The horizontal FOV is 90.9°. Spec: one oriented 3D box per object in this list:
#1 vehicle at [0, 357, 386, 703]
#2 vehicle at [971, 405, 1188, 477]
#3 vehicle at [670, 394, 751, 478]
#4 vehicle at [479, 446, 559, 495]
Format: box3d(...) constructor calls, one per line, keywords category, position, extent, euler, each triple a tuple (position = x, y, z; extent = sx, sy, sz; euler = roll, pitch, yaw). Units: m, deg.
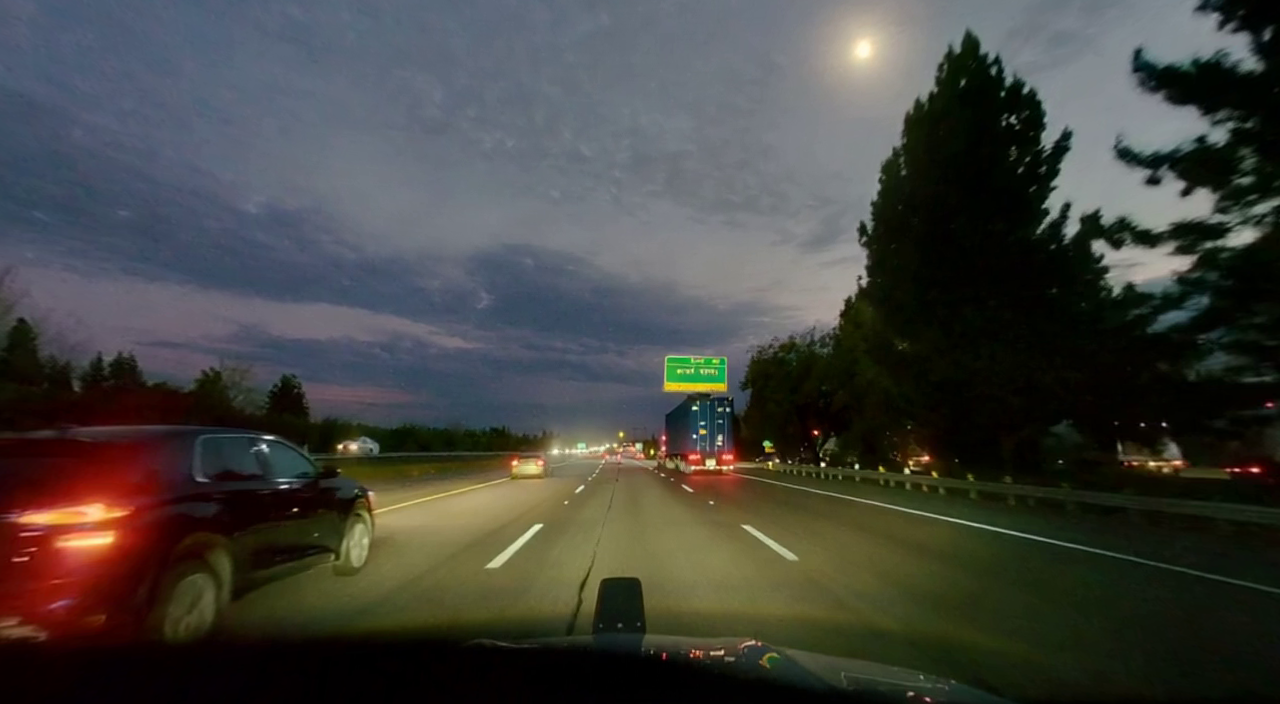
box3d(category="vehicle", position=(-3.723, 1.044, 3.668), extent=(2.370, 1.647, 5.091), euler=(0, -9, 0))
box3d(category="vehicle", position=(28.552, 6.136, 42.611), extent=(2.986, 4.013, 13.935), euler=(1, -9, -9))
box3d(category="vehicle", position=(3.716, 5.074, 36.959), extent=(2.821, 4.046, 12.876), euler=(0, -9, -2))
box3d(category="vehicle", position=(-4.099, 4.058, 21.967), extent=(2.063, 1.532, 3.763), euler=(0, -9, -1))
